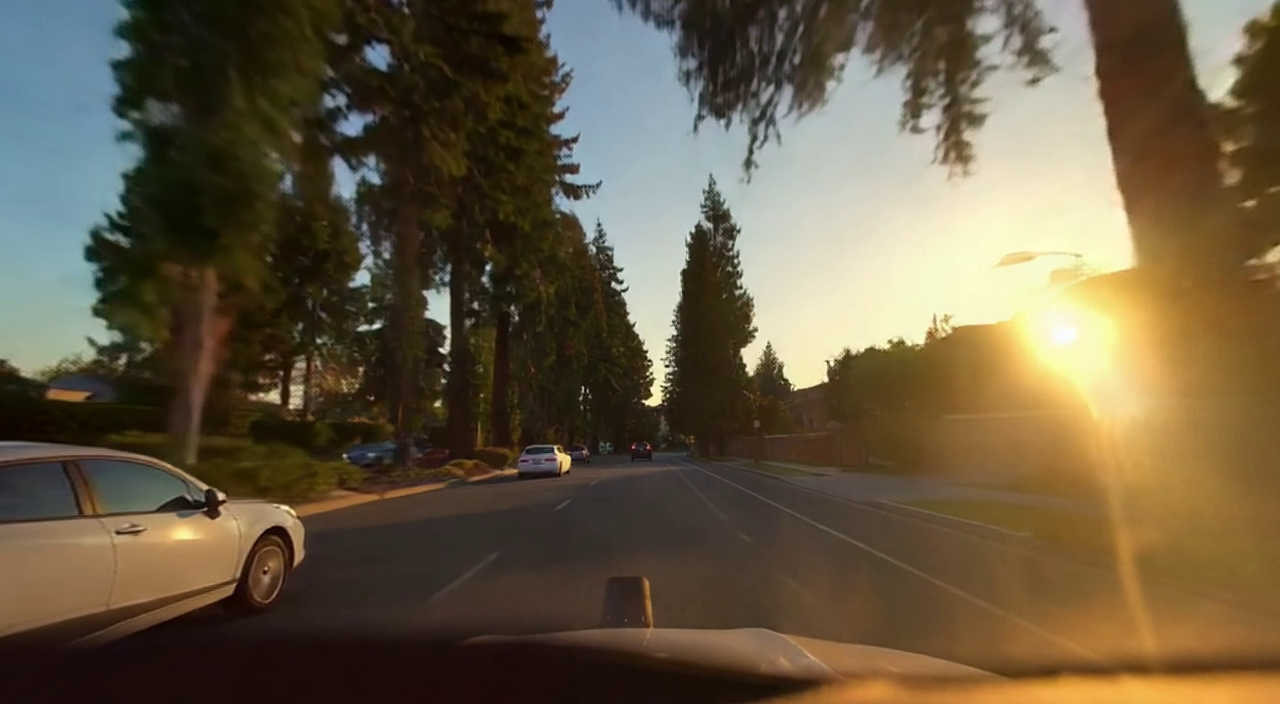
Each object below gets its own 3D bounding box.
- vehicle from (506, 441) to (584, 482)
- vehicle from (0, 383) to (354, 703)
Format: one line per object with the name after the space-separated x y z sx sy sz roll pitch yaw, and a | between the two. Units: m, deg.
-3.671 4.345 25.335 2.188 1.473 4.651 -1 -9 3 | vehicle
-4.132 1.085 4.018 2.190 1.545 4.943 0 -9 1 | vehicle
